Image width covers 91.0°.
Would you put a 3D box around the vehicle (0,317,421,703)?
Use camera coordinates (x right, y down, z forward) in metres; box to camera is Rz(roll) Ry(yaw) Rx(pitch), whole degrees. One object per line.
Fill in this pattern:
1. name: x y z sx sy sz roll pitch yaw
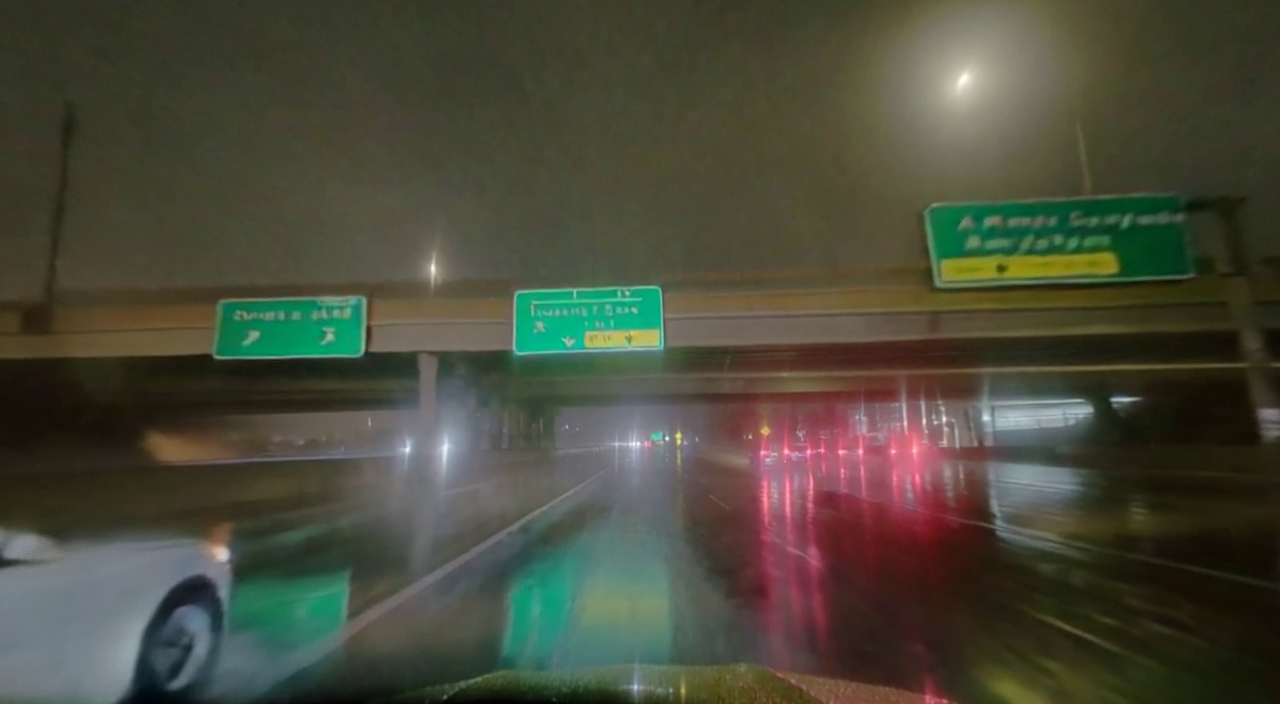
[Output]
1. vehicle: -3.319 0.998 3.867 2.203 1.734 4.600 0 -9 1
